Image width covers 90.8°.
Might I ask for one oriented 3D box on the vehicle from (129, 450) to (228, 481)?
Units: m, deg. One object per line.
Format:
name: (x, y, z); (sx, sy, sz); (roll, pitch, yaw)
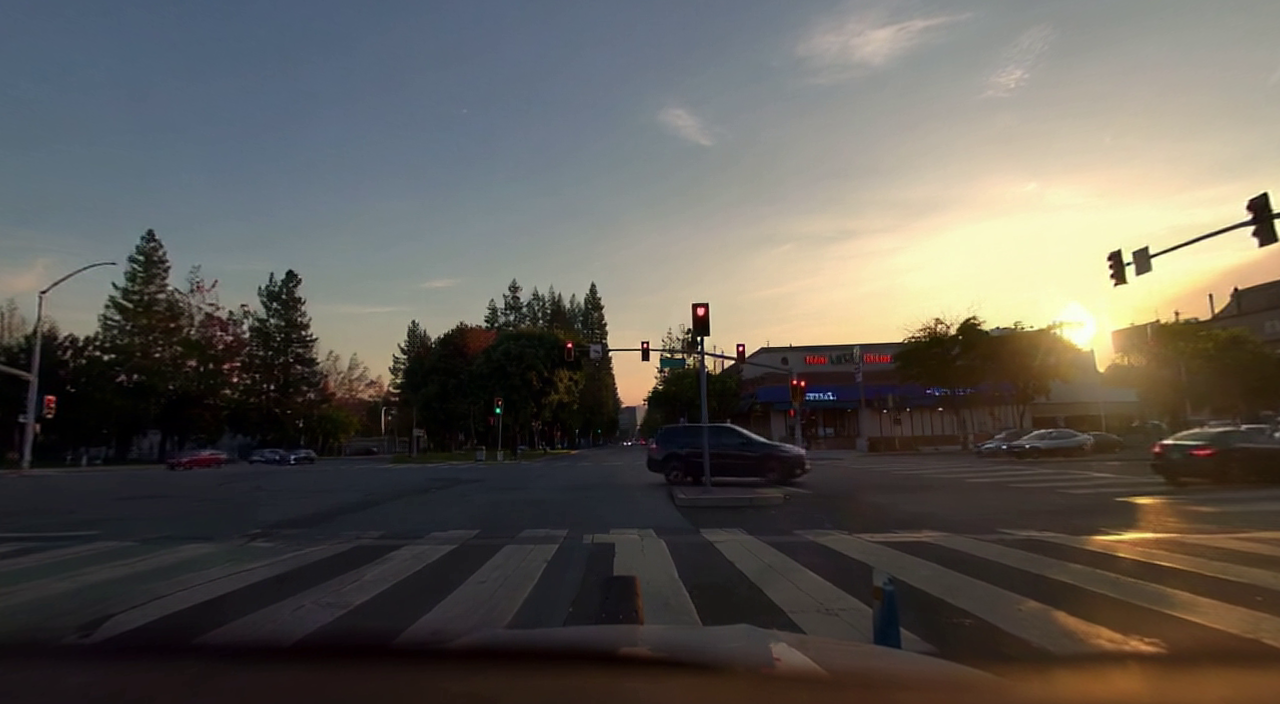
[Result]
vehicle: (-26.864, 6.595, 37.016); (2.135, 1.637, 4.582); (-1, -9, 4)

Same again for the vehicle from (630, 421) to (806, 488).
vehicle: (2.549, 3.366, 20.982); (5.310, 1.972, 2.223); (-4, -9, 26)

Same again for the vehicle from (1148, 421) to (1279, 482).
vehicle: (17.850, 2.914, 18.626); (4.180, 1.678, 1.982); (1, -9, -7)

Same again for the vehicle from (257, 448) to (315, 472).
vehicle: (-26.289, 8.021, 47.102); (1.889, 1.662, 4.319); (0, -9, -1)
